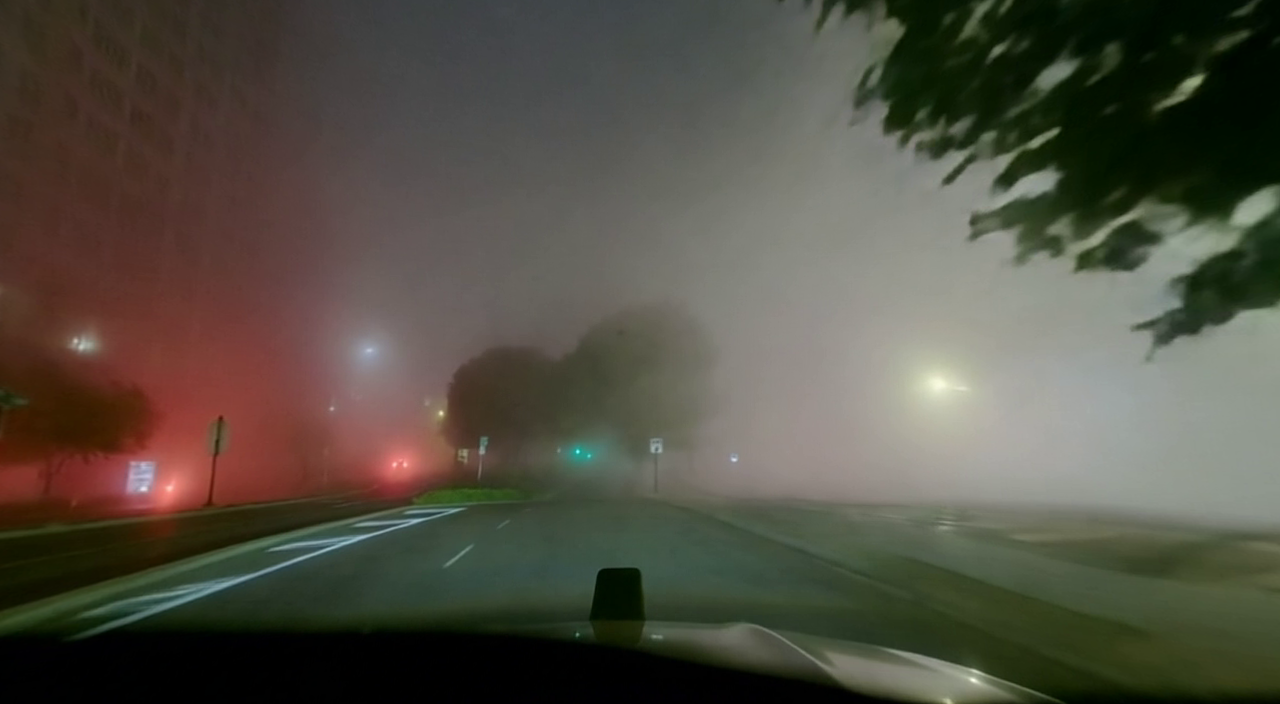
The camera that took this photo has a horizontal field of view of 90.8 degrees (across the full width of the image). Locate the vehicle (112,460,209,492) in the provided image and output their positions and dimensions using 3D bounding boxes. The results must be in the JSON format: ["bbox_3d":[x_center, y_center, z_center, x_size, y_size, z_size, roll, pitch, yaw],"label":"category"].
[{"bbox_3d":[-28.919,7.458,38.123,4.473,1.778,2.125,-2,-9,13],"label":"vehicle"}]
